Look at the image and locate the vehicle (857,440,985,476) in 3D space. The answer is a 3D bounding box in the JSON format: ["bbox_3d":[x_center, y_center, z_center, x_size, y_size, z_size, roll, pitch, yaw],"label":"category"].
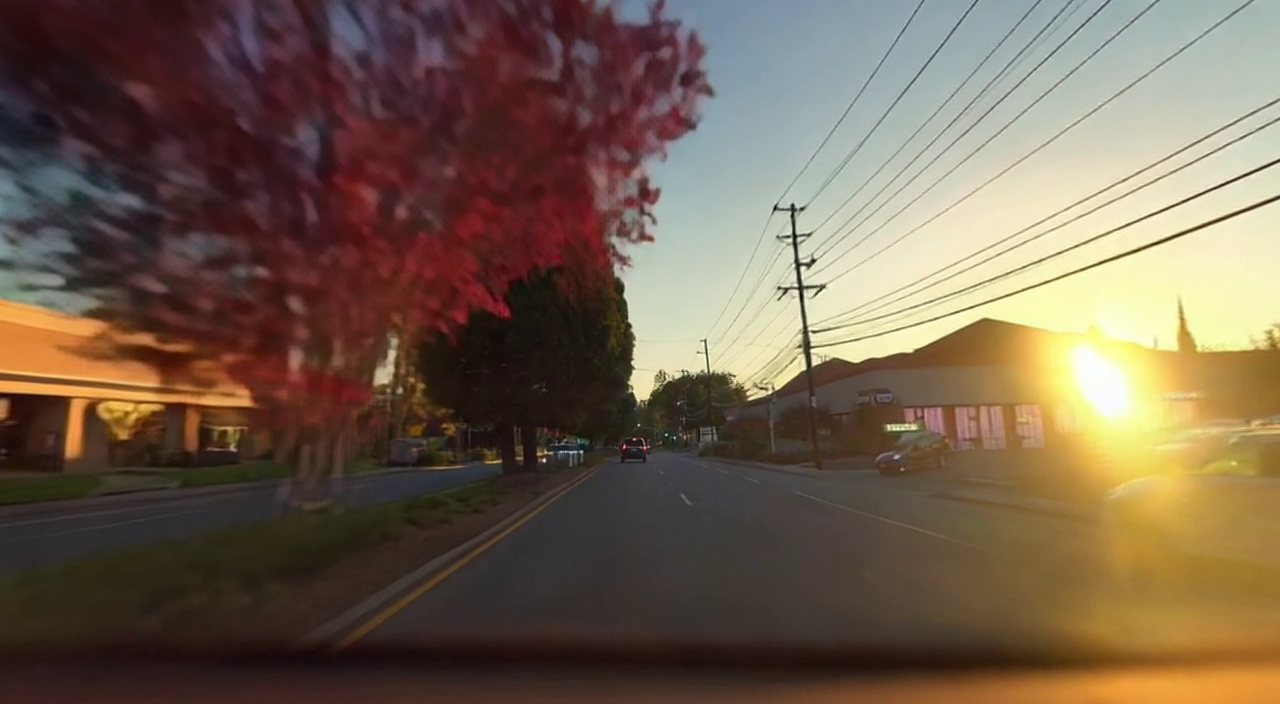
[{"bbox_3d":[14.568,5.468,32.854,5.733,1.610,2.253,0,-8,-11],"label":"vehicle"}]

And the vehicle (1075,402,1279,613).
[{"bbox_3d":[6.235,1.286,5.262,1.995,1.705,4.434,0,-9,-1],"label":"vehicle"}]

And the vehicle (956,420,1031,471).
[{"bbox_3d":[19.116,5.069,34.233,2.918,2.614,1.930,3,-9,-18],"label":"vehicle"}]

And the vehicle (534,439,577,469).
[{"bbox_3d":[-5.771,7.004,43.648,2.278,1.828,4.970,-2,-8,0],"label":"vehicle"}]
